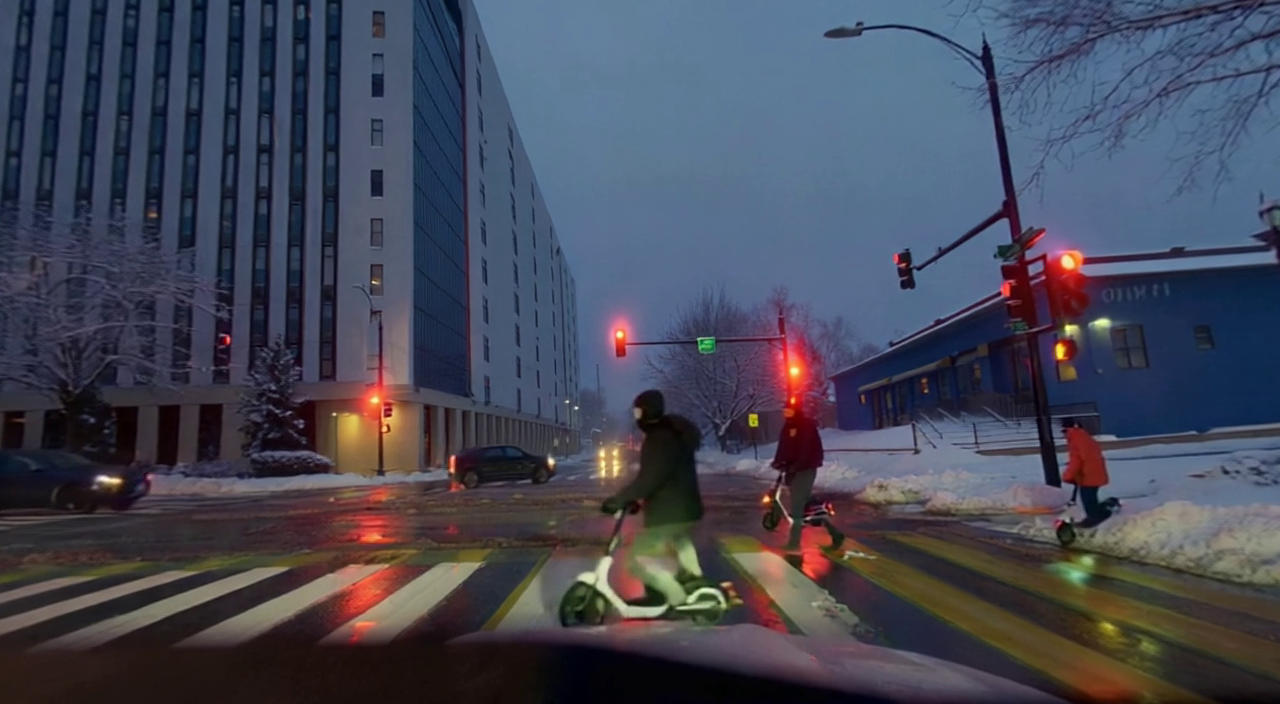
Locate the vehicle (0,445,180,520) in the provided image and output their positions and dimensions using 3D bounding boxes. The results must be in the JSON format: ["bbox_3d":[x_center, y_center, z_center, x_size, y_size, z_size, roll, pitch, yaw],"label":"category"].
[{"bbox_3d":[-14.900,3.241,15.952,4.802,1.724,2.122,0,-8,-2],"label":"vehicle"}]

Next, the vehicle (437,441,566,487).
[{"bbox_3d":[-5.408,4.380,25.122,2.051,1.616,4.641,-8,-12,43],"label":"vehicle"}]
